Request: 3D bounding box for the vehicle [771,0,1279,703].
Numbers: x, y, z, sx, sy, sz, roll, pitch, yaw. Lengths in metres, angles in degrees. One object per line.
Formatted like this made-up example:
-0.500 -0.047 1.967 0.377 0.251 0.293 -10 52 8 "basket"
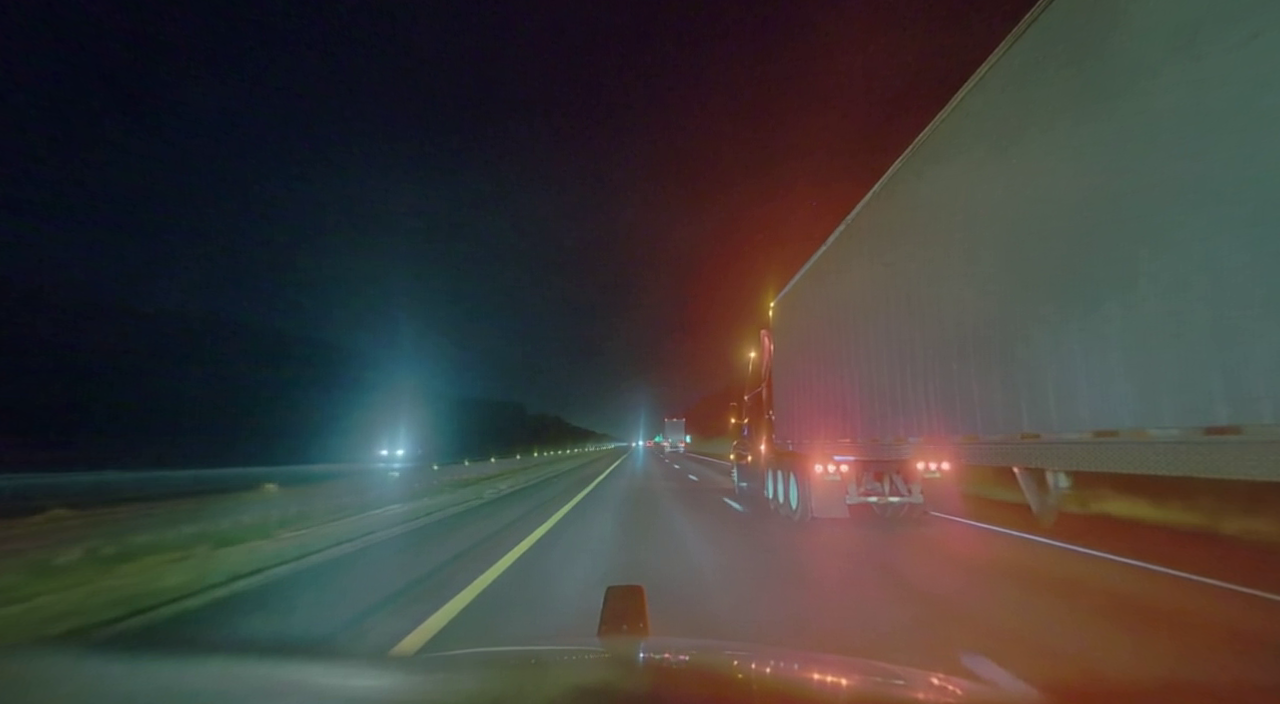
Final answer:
4.065 -0.055 3.714 2.976 4.114 16.788 0 -8 0 "vehicle"
